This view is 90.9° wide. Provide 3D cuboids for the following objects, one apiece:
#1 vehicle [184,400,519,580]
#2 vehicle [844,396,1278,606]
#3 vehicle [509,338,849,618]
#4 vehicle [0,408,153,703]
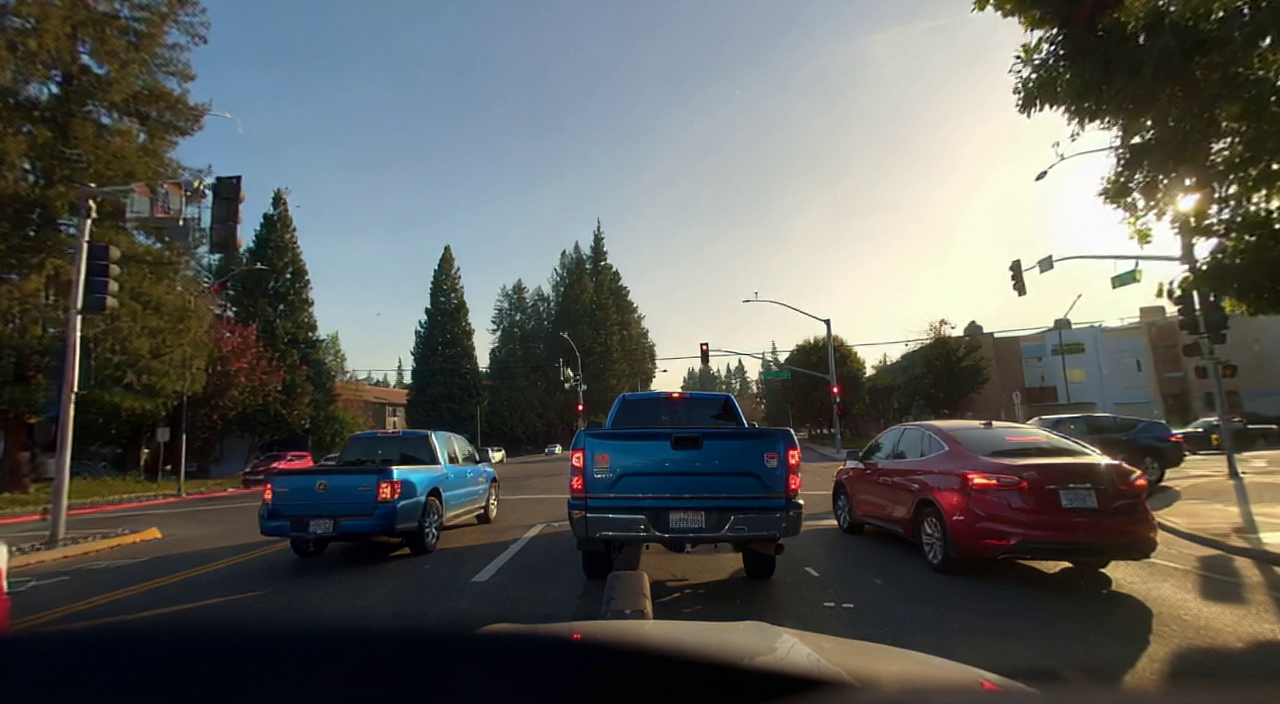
[{"bbox_3d":[-3.291,1.691,8.580,2.125,1.739,4.707,0,-8,3],"label":"vehicle"},{"bbox_3d":[4.050,1.500,7.190,1.984,1.659,4.226,0,-8,0],"label":"vehicle"},{"bbox_3d":[0.326,1.274,7.156,2.505,2.084,4.768,0,-8,1],"label":"vehicle"},{"bbox_3d":[-3.387,0.708,0.655,1.998,1.481,4.656,0,-8,1],"label":"vehicle"}]
